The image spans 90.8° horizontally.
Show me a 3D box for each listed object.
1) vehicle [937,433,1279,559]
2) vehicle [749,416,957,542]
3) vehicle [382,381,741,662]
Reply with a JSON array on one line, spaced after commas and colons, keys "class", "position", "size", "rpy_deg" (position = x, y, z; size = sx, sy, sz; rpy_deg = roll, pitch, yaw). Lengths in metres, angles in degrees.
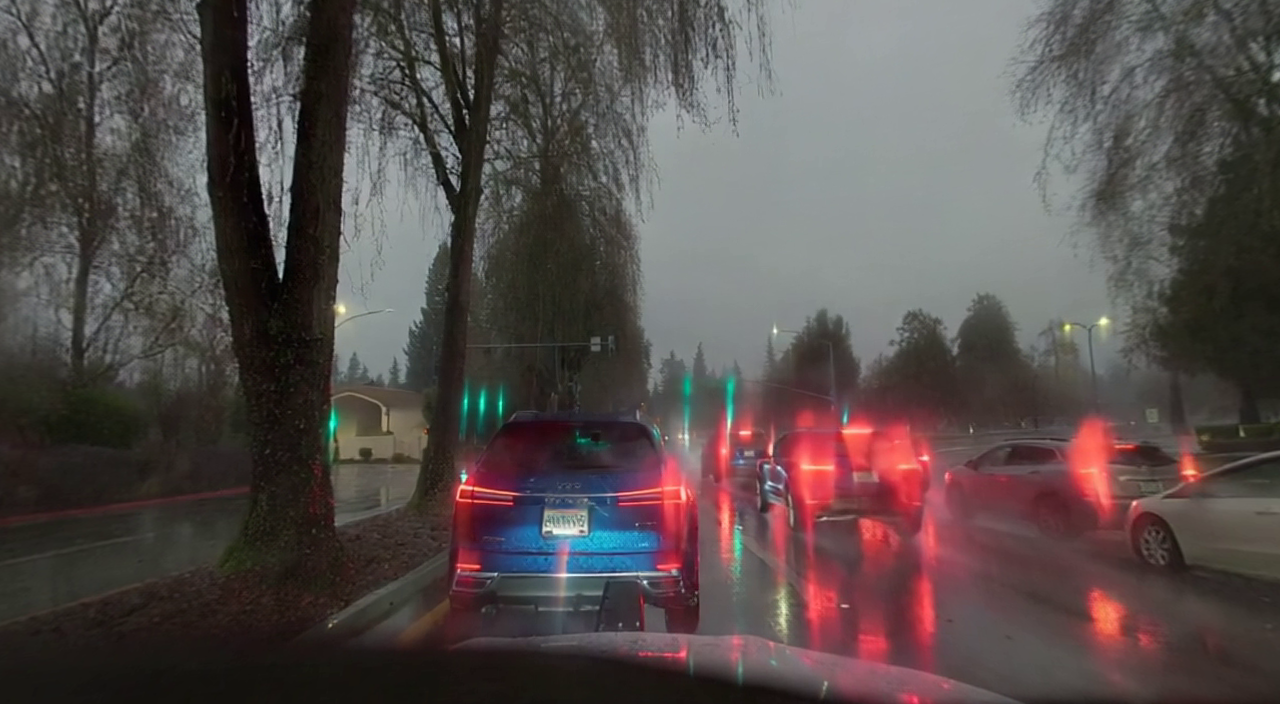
[{"class": "vehicle", "position": [6.587, 2.012, 9.643], "size": [1.894, 1.445, 4.565], "rpy_deg": [0, -9, 0]}, {"class": "vehicle", "position": [3.244, 2.037, 10.762], "size": [1.963, 1.682, 4.407], "rpy_deg": [0, -9, -1]}, {"class": "vehicle", "position": [-0.432, 1.355, 6.102], "size": [2.201, 1.709, 4.271], "rpy_deg": [0, -9, 1]}]
